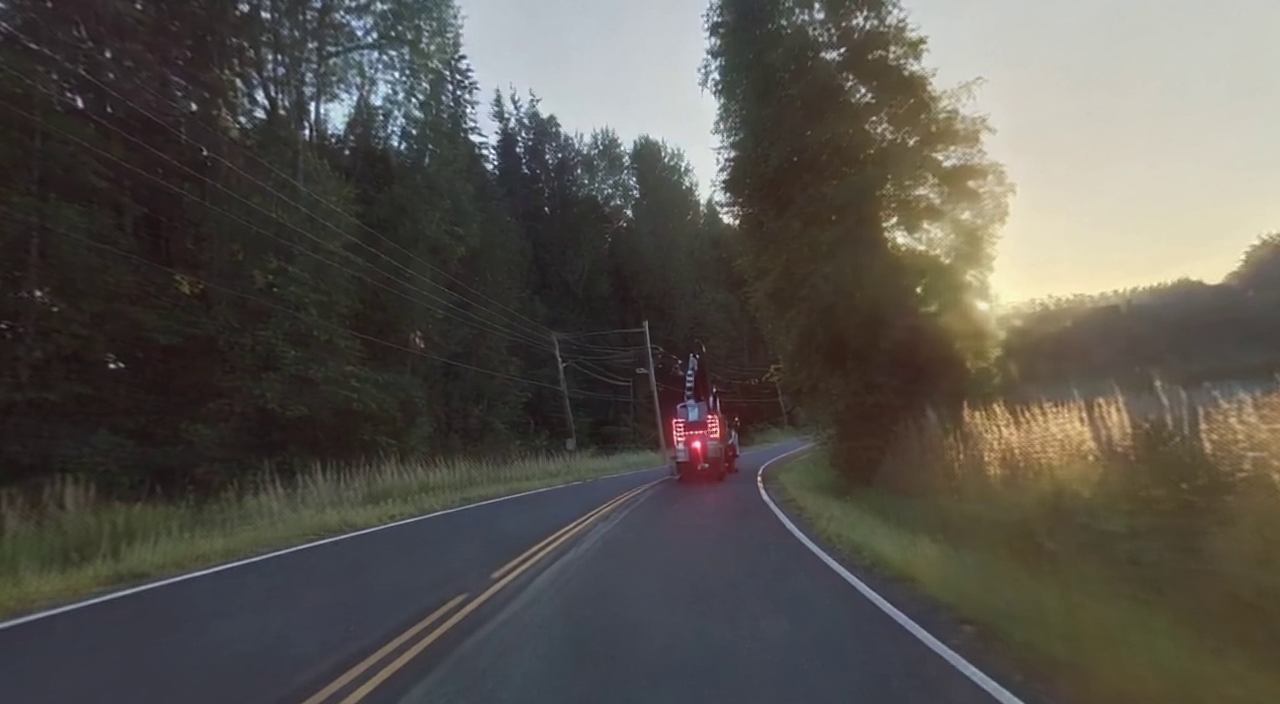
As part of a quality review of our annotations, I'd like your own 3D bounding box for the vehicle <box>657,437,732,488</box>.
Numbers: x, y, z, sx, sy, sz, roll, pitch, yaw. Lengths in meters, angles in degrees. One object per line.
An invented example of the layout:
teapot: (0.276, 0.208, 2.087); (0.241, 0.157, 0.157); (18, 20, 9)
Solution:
vehicle: (1.896, 3.586, 20.758); (2.196, 1.465, 4.294); (-1, -9, 8)
